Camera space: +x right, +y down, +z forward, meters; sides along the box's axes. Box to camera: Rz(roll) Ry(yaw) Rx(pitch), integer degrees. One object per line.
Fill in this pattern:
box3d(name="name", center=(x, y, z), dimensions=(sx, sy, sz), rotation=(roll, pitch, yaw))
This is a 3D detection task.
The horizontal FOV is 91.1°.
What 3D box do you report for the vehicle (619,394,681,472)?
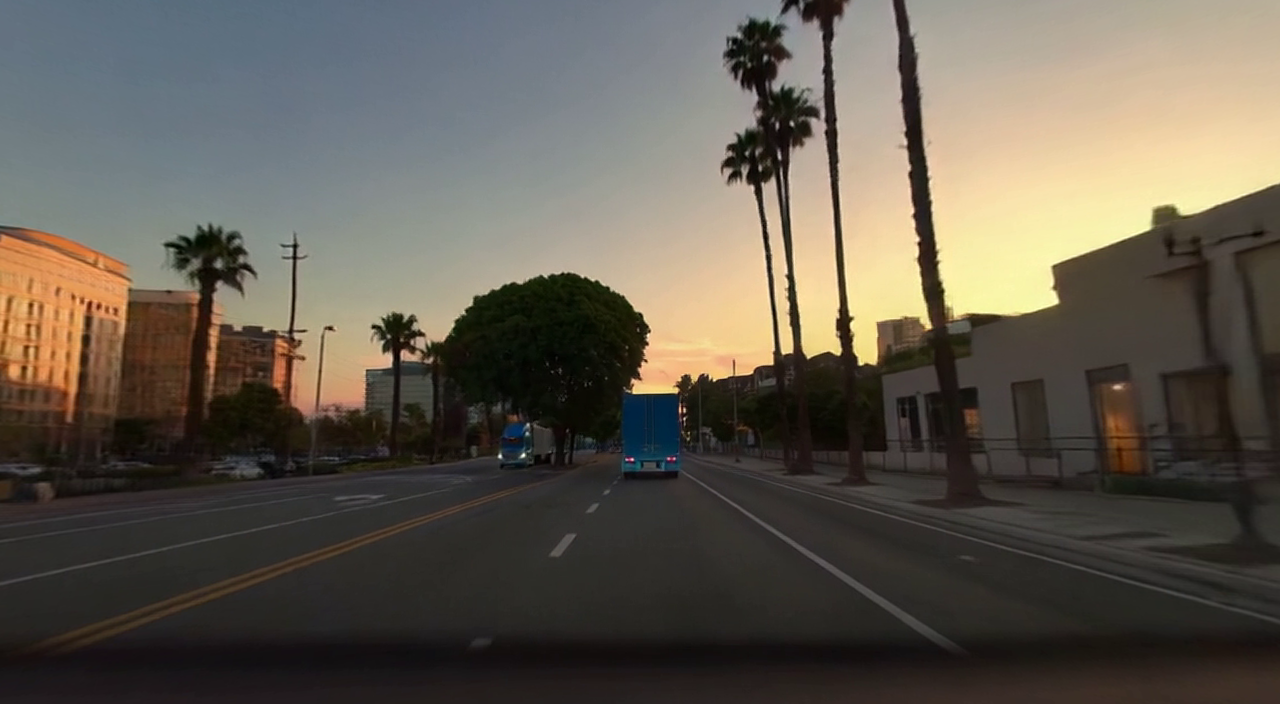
box3d(name="vehicle", center=(0.324, 4.992, 37.723), dimensions=(2.992, 3.949, 11.815), rotation=(0, -9, -2))
